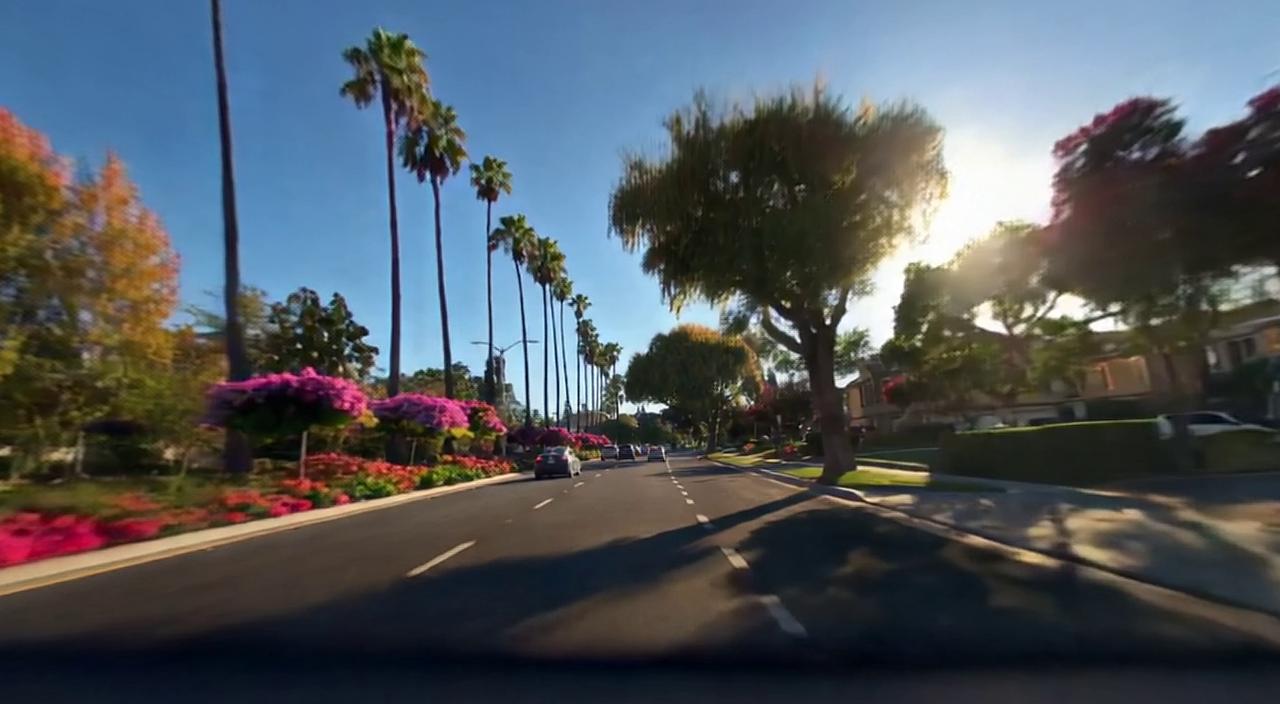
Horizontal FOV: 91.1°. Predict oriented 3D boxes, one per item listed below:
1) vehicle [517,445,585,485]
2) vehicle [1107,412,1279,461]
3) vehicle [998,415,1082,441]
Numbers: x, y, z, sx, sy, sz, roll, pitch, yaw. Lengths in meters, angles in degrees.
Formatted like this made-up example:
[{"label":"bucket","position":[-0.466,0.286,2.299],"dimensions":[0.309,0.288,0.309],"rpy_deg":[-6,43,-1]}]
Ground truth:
[{"label":"vehicle","position":[-3.557,4.599,25.905],"dimensions":[2.036,1.478,4.508],"rpy_deg":[-1,-9,2]},{"label":"vehicle","position":[19.607,3.009,22.233],"dimensions":[4.364,1.609,1.917],"rpy_deg":[-2,-9,8]},{"label":"vehicle","position":[25.191,4.824,39.642],"dimensions":[3.956,1.565,1.886],"rpy_deg":[-1,-9,4]}]
